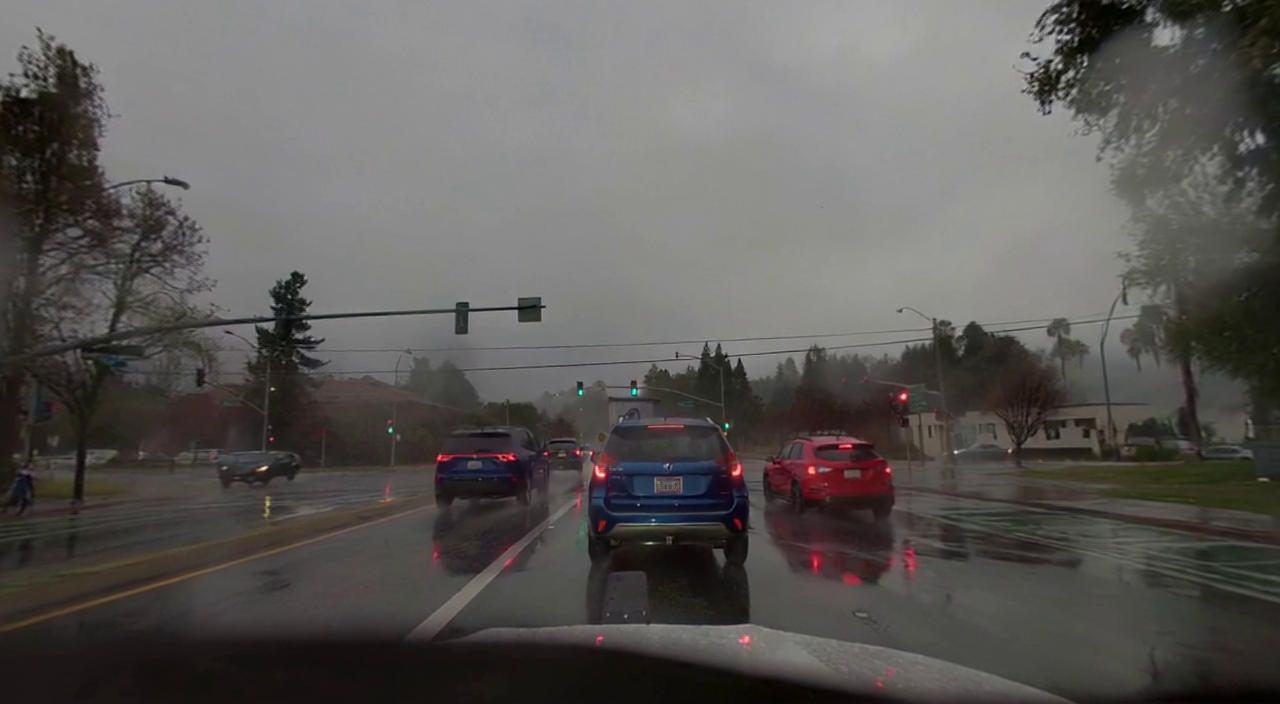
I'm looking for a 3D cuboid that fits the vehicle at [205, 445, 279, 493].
[{"bbox_3d":[-15.519,4.453,24.440,1.926,1.636,4.395,6,-10,-37],"label":"vehicle"}]

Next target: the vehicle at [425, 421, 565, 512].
[{"bbox_3d":[-3.245,2.699,15.333,2.209,1.828,4.847,0,-8,0],"label":"vehicle"}]

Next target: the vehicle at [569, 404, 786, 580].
[{"bbox_3d":[0.364,1.728,8.590,2.172,1.764,4.338,0,-8,0],"label":"vehicle"}]

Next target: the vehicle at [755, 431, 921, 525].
[{"bbox_3d":[3.758,2.453,12.824,1.954,1.592,3.992,0,-8,-2],"label":"vehicle"}]
